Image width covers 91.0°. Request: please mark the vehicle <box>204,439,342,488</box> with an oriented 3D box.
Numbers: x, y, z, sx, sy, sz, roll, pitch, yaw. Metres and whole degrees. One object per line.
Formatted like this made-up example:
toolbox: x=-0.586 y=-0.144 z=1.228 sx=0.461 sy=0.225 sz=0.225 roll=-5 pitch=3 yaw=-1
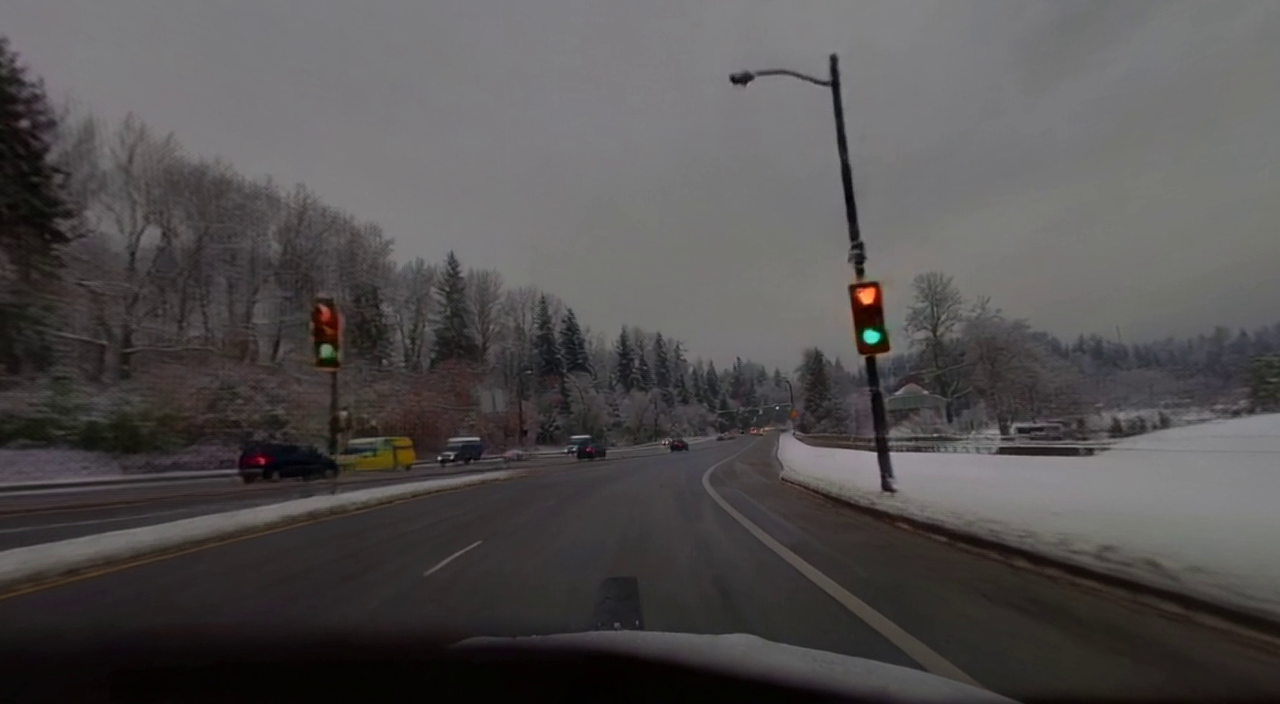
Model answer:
vehicle: x=-16.565 y=5.033 z=28.822 sx=2.368 sy=2.012 sz=5.021 roll=-3 pitch=-9 yaw=18
